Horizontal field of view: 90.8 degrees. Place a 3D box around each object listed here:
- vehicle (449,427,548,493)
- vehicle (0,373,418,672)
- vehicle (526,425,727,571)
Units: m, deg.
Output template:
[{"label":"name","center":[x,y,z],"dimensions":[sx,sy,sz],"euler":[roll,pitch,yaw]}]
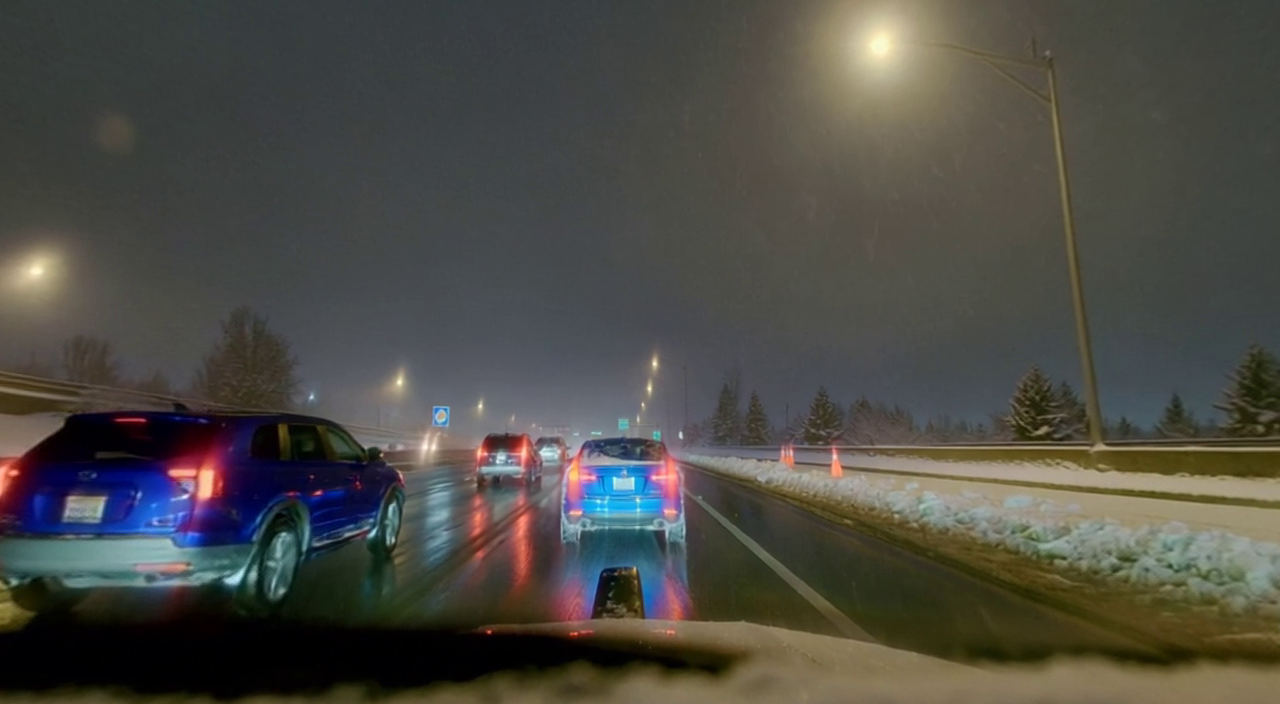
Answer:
[{"label":"vehicle","center":[-4.011,3.139,18.636],"dimensions":[1.982,1.727,4.057],"euler":[0,-9,0]},{"label":"vehicle","center":[-3.734,1.275,5.728],"dimensions":[2.025,1.708,4.089],"euler":[0,-9,-1]},{"label":"vehicle","center":[-0.202,1.807,8.574],"dimensions":[2.069,1.484,3.982],"euler":[0,-8,-2]}]
